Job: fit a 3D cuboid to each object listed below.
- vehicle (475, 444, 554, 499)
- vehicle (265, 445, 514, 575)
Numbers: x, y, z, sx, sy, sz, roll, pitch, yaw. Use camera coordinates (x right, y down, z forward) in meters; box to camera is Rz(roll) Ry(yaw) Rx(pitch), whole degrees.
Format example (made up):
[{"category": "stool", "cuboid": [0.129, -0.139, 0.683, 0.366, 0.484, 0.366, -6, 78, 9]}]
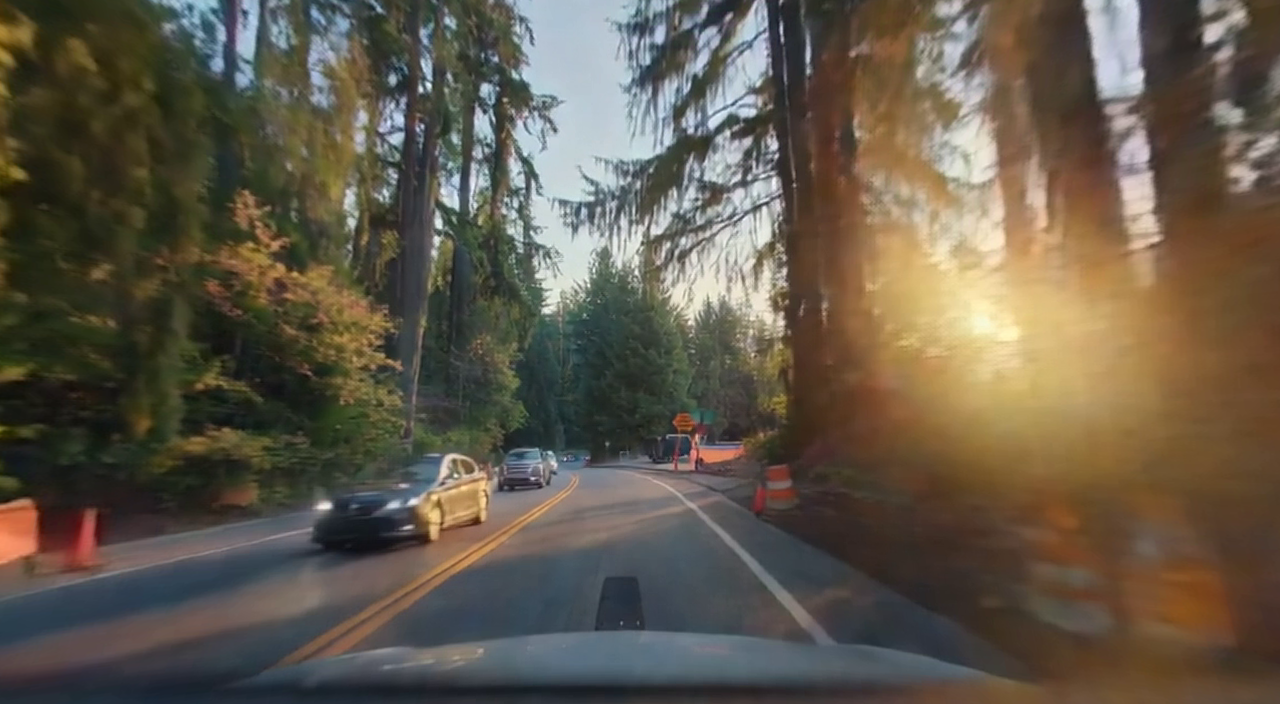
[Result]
[{"category": "vehicle", "cuboid": [-4.384, 4.225, 22.846, 2.177, 1.721, 4.794, 0, -9, -4]}, {"category": "vehicle", "cuboid": [-3.295, 2.129, 9.379, 2.032, 1.444, 4.164, 0, -9, -1]}]
